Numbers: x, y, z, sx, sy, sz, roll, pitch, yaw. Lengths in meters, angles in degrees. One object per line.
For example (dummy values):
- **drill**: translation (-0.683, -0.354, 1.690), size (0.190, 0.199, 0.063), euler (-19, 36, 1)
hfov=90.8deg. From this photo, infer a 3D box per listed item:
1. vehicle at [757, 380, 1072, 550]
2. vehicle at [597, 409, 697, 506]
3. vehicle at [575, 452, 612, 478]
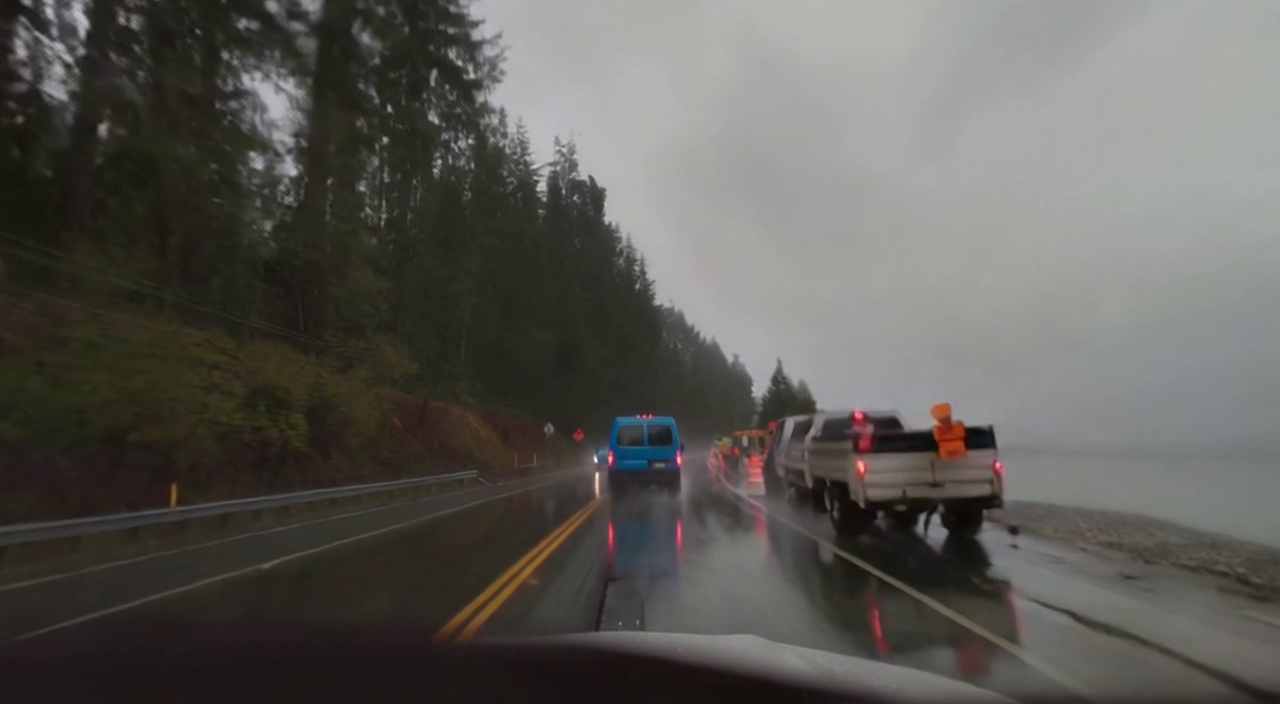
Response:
- **vehicle**: translation (4.006, 1.934, 11.542), size (2.833, 2.033, 7.668), euler (0, -9, 4)
- **vehicle**: translation (0.343, 2.847, 17.355), size (2.362, 2.247, 4.892), euler (-1, -9, 4)
- **vehicle**: translation (-3.444, 8.464, 47.612), size (2.230, 1.842, 5.014), euler (0, -8, 1)
